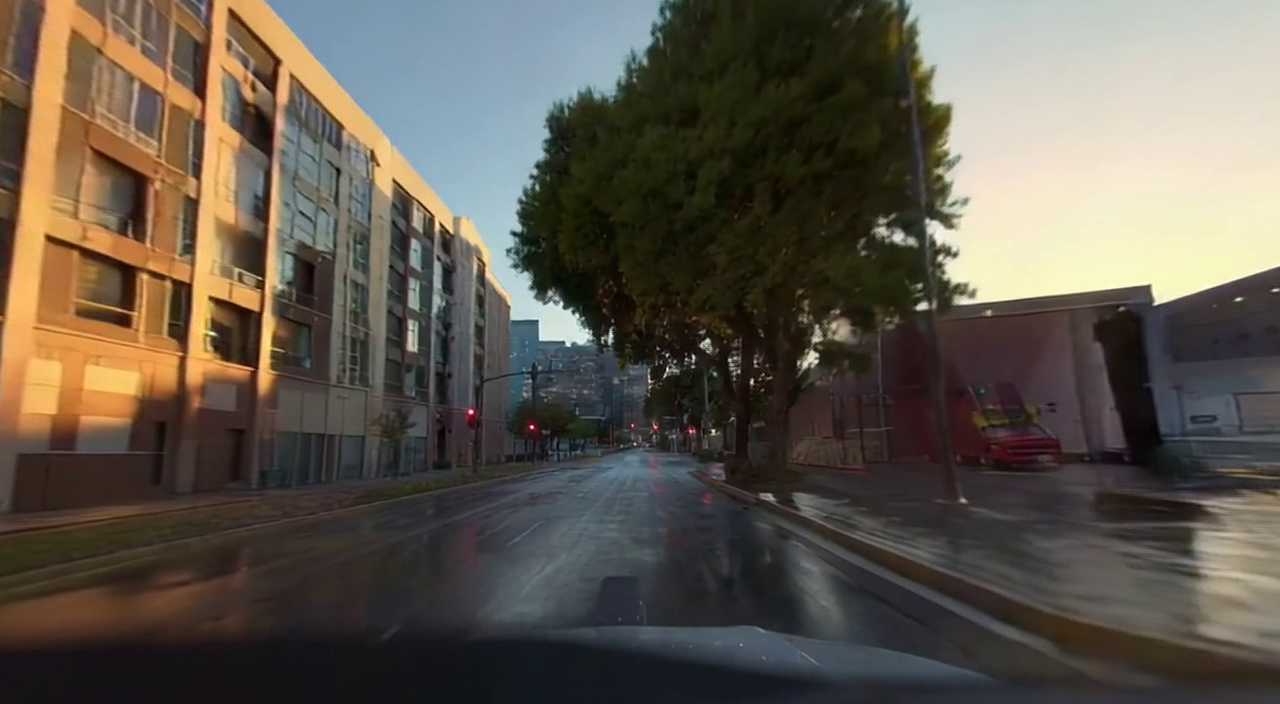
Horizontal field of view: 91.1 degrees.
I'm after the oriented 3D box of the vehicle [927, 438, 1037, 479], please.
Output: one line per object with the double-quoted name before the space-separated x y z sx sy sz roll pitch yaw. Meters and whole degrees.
"vehicle" 14.570 4.544 26.932 3.627 1.567 1.774 -2 -7 1
